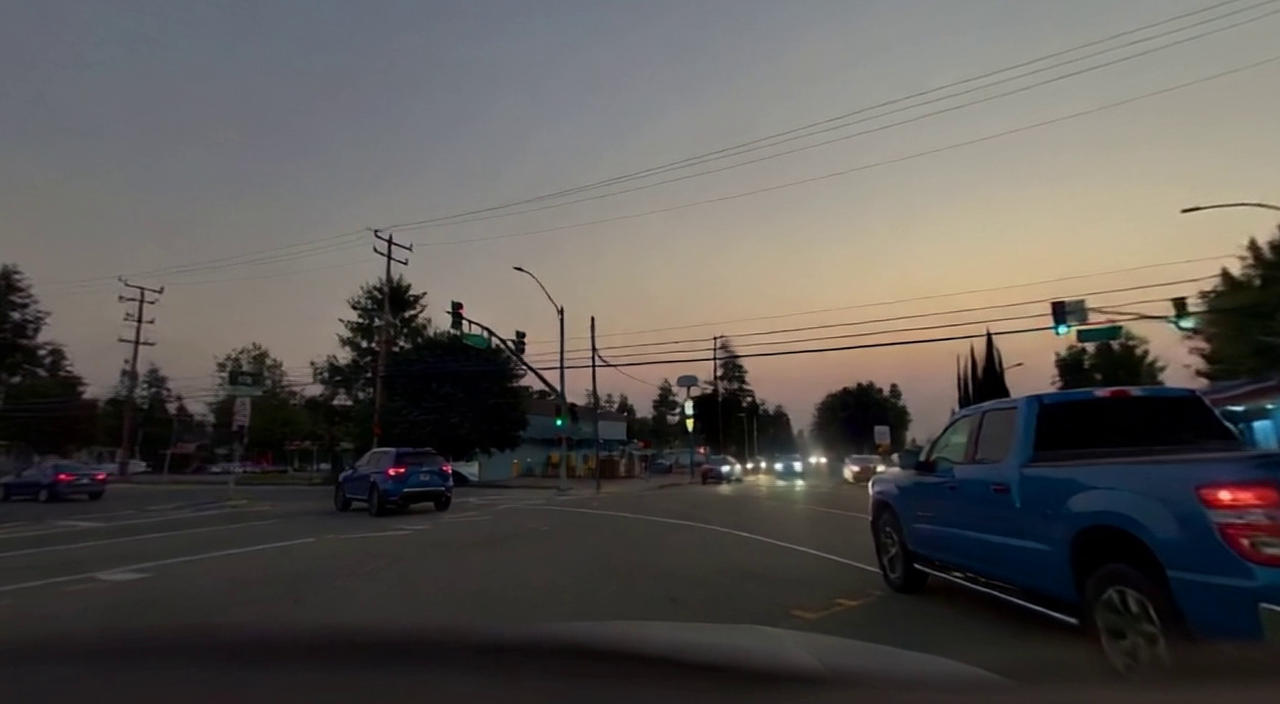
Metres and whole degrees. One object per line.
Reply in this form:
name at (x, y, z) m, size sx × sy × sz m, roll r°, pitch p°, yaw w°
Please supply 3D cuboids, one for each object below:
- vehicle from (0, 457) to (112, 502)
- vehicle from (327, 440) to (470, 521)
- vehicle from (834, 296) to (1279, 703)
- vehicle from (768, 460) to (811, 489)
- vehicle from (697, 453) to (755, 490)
vehicle at (-25.071, 5.356, 26.641) m, size 4.498 × 1.725 × 1.921 m, roll -4°, pitch -10°, yaw 18°
vehicle at (-6.733, 3.407, 17.238) m, size 2.141 × 1.842 × 4.889 m, roll 7°, pitch -12°, yaw -38°
vehicle at (3.272, 1.024, 4.253) m, size 2.036 × 1.818 × 5.192 m, roll 0°, pitch -9°, yaw -3°
vehicle at (8.564, 6.909, 35.826) m, size 1.856 × 1.448 × 4.455 m, roll -4°, pitch -10°, yaw 19°
vehicle at (5.014, 6.713, 35.896) m, size 2.303 × 1.895 × 5.301 m, roll -4°, pitch -10°, yaw 18°
